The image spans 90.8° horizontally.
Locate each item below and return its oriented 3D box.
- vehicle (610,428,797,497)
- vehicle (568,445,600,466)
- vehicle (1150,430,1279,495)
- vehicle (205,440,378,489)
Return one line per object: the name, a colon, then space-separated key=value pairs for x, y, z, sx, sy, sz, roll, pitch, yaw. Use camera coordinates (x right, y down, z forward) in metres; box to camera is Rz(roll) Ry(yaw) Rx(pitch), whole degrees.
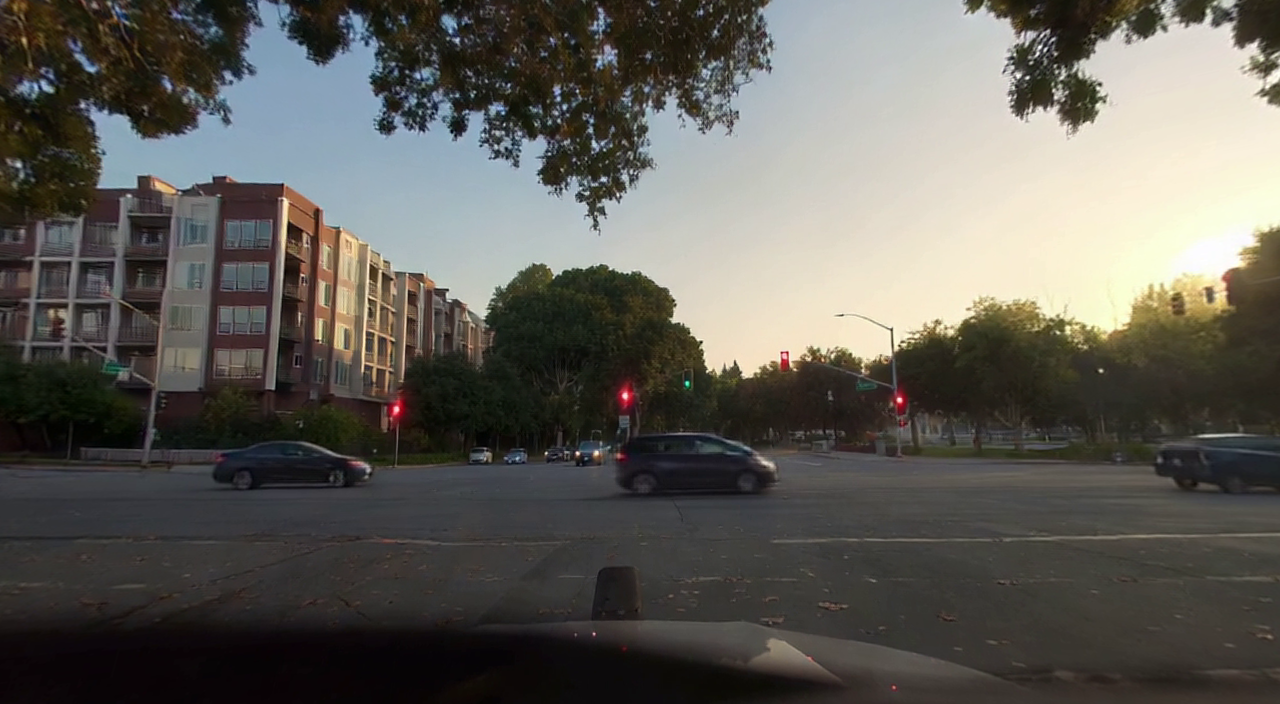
vehicle: x=1.678 y=3.093 z=17.965 sx=4.923 sy=1.800 sz=2.153 roll=1 pitch=-8 yaw=-6
vehicle: x=-4.387 y=8.131 z=49.773 sx=2.130 sy=1.613 sz=4.121 roll=0 pitch=-8 yaw=0
vehicle: x=20.026 y=3.514 z=20.398 sx=5.101 sy=1.940 sz=2.468 roll=1 pitch=-8 yaw=-6
vehicle: x=-11.101 y=3.607 z=20.516 sx=4.424 sy=1.454 sz=2.043 roll=2 pitch=-9 yaw=-11
